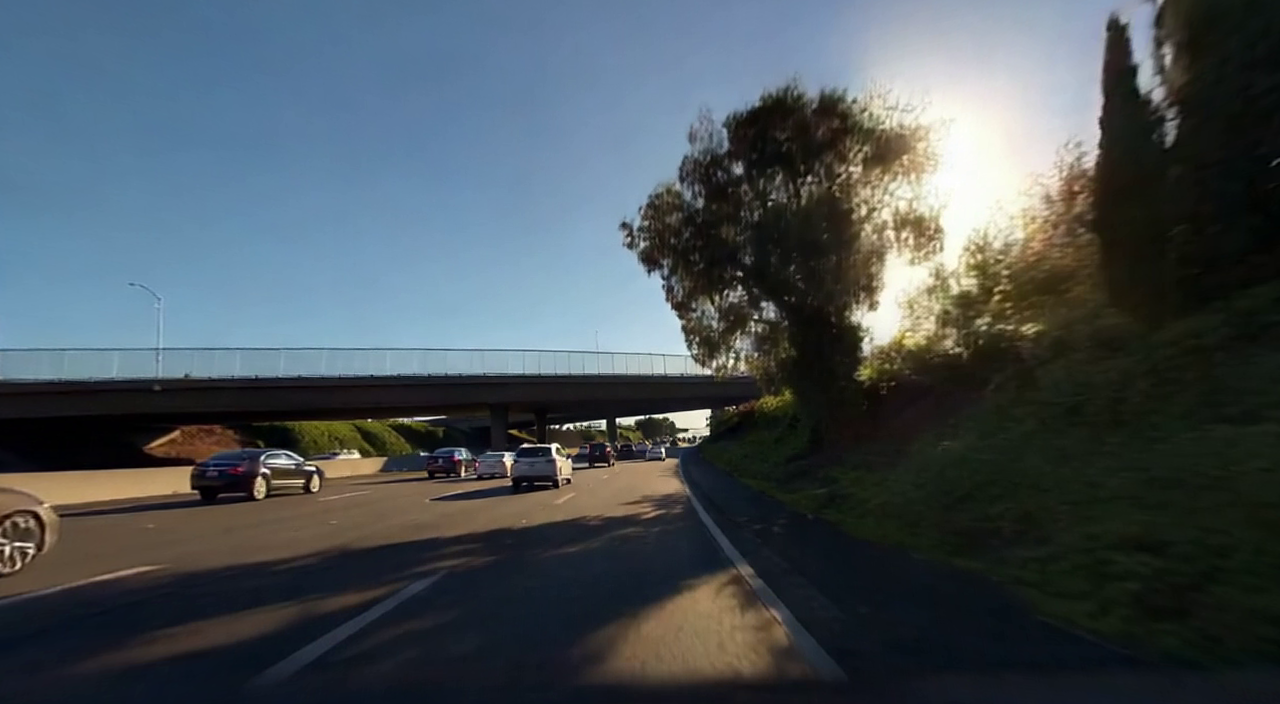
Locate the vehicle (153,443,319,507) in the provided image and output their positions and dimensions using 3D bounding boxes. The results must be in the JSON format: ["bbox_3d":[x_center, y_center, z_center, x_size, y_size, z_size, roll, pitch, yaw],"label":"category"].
[{"bbox_3d":[-11.716,3.539,18.643,1.954,1.640,4.339,0,-8,1],"label":"vehicle"}]

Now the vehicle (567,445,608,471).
[{"bbox_3d":[-3.230,6.593,39.169,1.997,1.490,4.471,0,-8,2],"label":"vehicle"}]

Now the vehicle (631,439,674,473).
[{"bbox_3d":[0.700,5.560,33.695,2.160,1.678,4.178,0,-8,2],"label":"vehicle"}]

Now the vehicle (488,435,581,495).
[{"bbox_3d":[-3.335,3.672,20.821,2.161,1.759,4.482,0,-8,2],"label":"vehicle"}]
